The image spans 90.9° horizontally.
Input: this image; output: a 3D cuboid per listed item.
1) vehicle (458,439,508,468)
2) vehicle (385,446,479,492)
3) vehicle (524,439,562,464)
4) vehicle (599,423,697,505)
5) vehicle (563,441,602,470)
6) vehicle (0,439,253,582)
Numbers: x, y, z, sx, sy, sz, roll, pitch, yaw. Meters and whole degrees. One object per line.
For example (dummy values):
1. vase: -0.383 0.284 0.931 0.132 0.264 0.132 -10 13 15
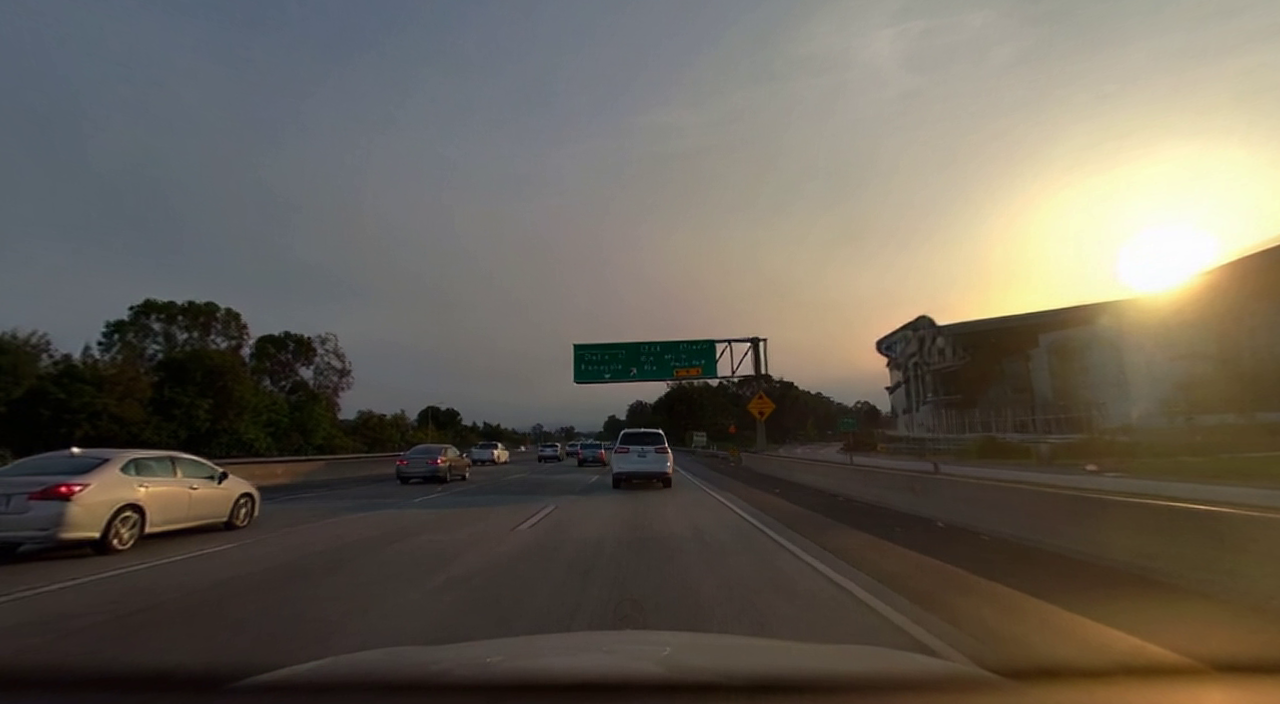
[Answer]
1. vehicle: -11.223 7.291 45.539 2.157 1.941 5.544 0 -9 0
2. vehicle: -7.267 4.108 22.508 1.869 1.466 4.217 0 -9 1
3. vehicle: -7.455 7.713 48.963 2.106 1.816 4.936 0 -9 0
4. vehicle: 0.182 2.774 15.948 2.152 1.779 3.924 0 -9 0
5. vehicle: -3.414 6.256 38.297 1.952 1.649 4.131 0 -9 1
6. vehicle: -7.505 1.925 8.447 1.864 1.458 4.295 0 -9 0
